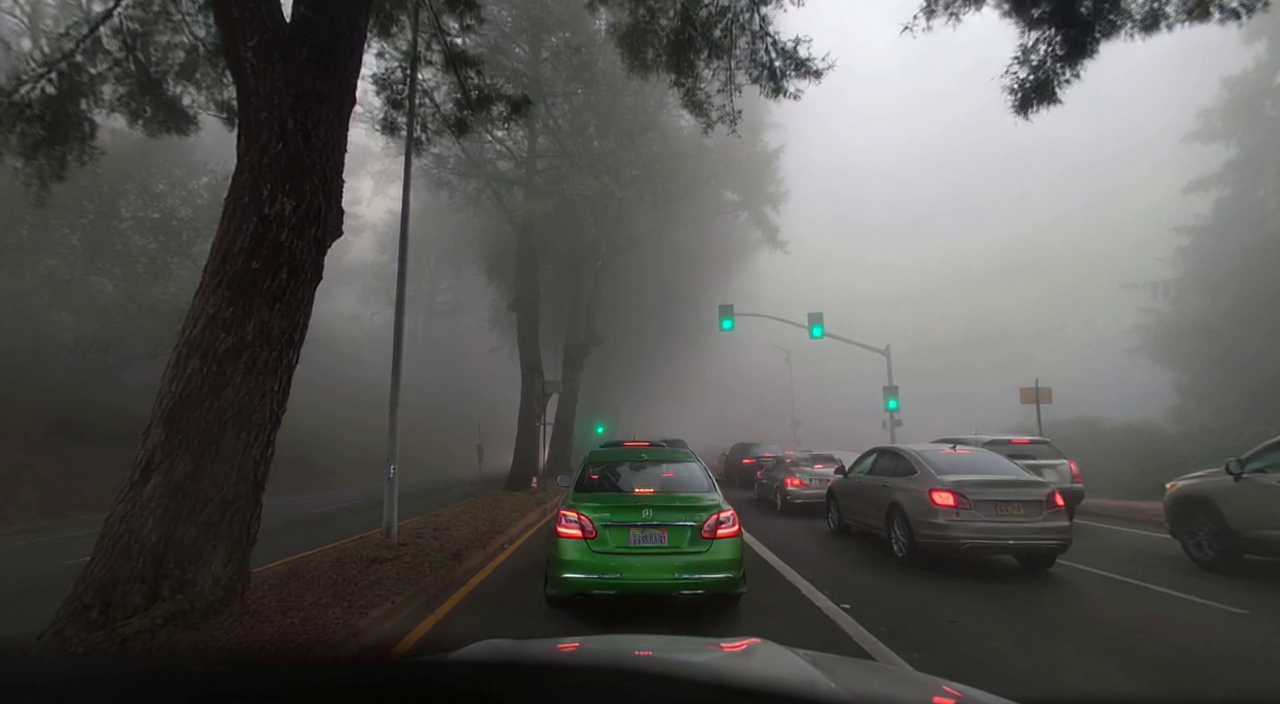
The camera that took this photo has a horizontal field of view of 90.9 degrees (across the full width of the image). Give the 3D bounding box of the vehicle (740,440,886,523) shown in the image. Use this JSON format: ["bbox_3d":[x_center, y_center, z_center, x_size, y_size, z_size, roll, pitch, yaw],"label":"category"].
[{"bbox_3d":[3.525,2.721,13.817,1.934,1.494,4.446,0,-9,0],"label":"vehicle"}]

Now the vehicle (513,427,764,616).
[{"bbox_3d":[0.011,1.681,7.104,2.015,1.502,3.898,0,-9,1],"label":"vehicle"}]

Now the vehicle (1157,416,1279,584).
[{"bbox_3d":[6.939,1.342,5.580,1.783,1.572,3.421,0,-9,1],"label":"vehicle"}]

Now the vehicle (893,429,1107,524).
[{"bbox_3d":[7.018,2.464,12.906,1.923,1.611,4.094,0,-9,0],"label":"vehicle"}]
